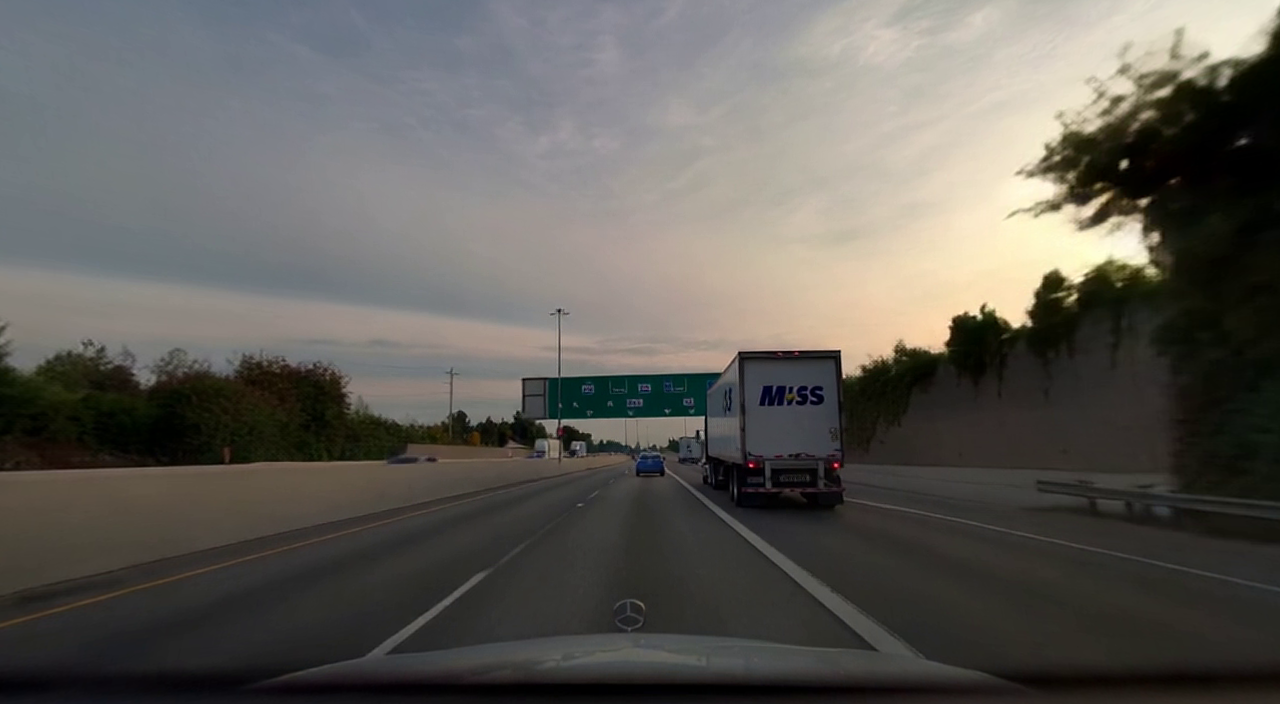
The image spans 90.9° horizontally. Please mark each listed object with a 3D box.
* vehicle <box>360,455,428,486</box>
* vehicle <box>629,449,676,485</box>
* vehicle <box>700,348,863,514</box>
[{"bbox_3d":[-12.848,6.215,33.204,1.804,1.450,4.182,0,-9,2],"label":"vehicle"},{"bbox_3d":[0.605,5.582,30.977,2.121,1.642,3.828,0,-9,1],"label":"vehicle"},{"bbox_3d":[4.179,3.013,22.771,3.002,4.104,14.174,0,-9,2],"label":"vehicle"}]
